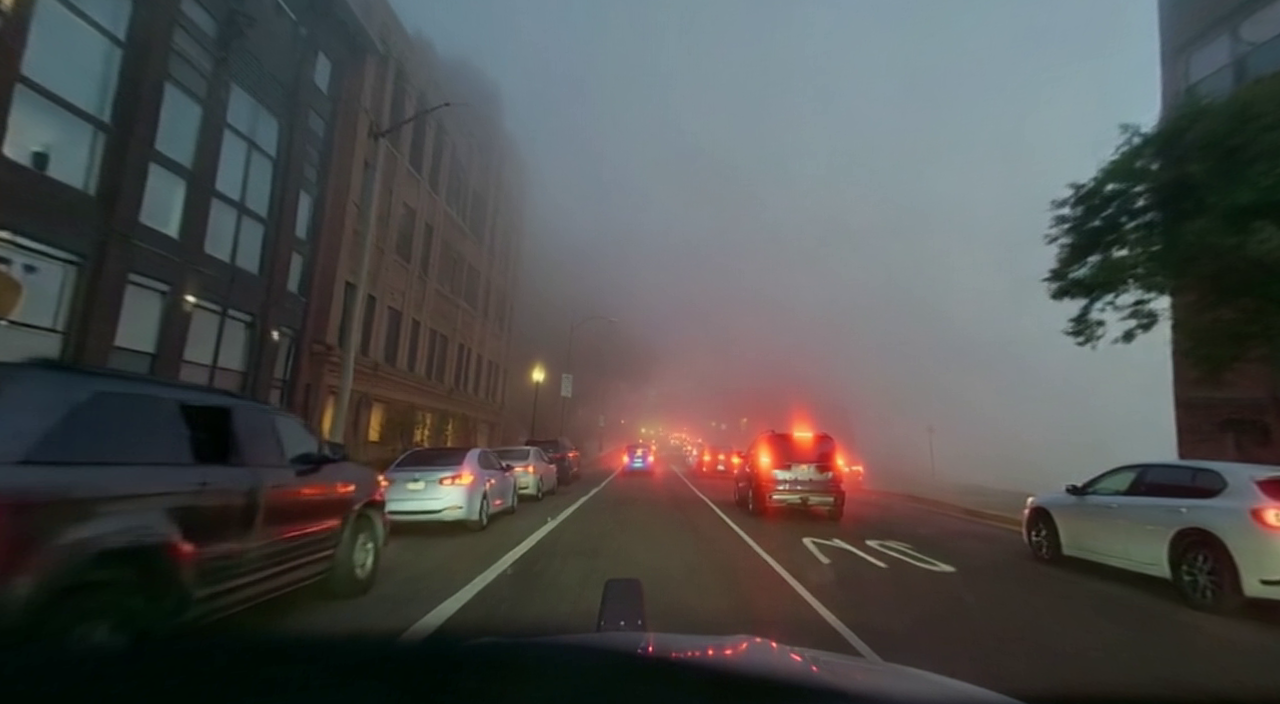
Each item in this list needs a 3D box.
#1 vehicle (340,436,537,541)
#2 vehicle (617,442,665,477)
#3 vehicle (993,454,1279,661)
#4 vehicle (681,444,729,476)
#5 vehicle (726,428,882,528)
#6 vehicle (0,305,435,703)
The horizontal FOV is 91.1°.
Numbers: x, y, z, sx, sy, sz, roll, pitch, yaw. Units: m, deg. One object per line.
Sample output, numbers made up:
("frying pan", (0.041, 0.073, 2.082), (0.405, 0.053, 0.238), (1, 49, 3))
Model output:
("vehicle", (-3.235, 2.272, 11.172), (1.863, 1.466, 4.416), (0, -8, 3))
("vehicle", (0.050, 4.759, 28.089), (2.007, 1.460, 3.923), (0, -8, 0))
("vehicle", (6.233, 2.036, 7.289), (1.913, 1.624, 4.116), (0, -8, 2))
("vehicle", (3.230, 5.456, 32.071), (1.966, 1.475, 4.528), (0, -8, 0))
("vehicle", (3.134, 2.506, 13.143), (2.002, 1.707, 4.547), (0, -8, 0))
("vehicle", (-3.404, 1.051, 4.318), (2.142, 1.832, 5.373), (0, -8, 0))
